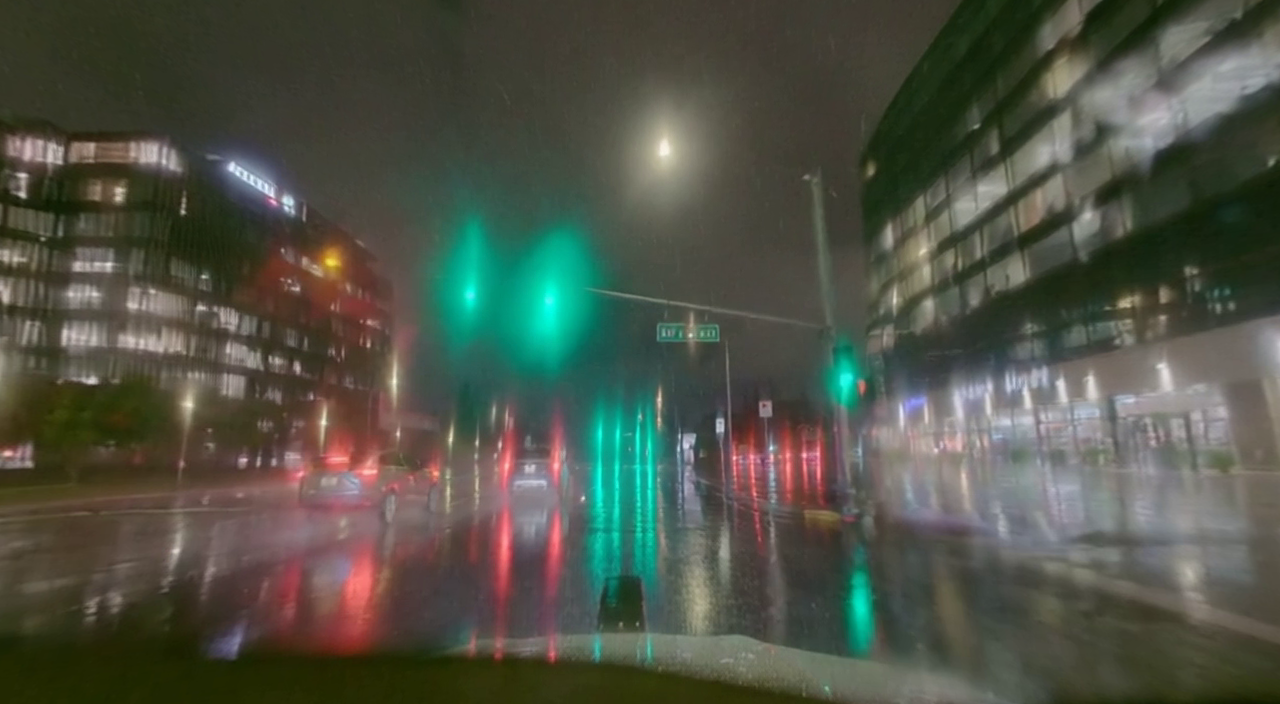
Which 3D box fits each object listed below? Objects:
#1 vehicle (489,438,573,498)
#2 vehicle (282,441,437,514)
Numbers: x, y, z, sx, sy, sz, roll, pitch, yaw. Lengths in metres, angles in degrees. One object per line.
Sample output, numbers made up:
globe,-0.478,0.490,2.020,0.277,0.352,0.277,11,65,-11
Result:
vehicle,-3.419,3.731,20.663,2.052,1.729,4.195,0,-9,-1
vehicle,-7.038,3.153,16.482,1.909,1.605,4.561,0,-9,1
